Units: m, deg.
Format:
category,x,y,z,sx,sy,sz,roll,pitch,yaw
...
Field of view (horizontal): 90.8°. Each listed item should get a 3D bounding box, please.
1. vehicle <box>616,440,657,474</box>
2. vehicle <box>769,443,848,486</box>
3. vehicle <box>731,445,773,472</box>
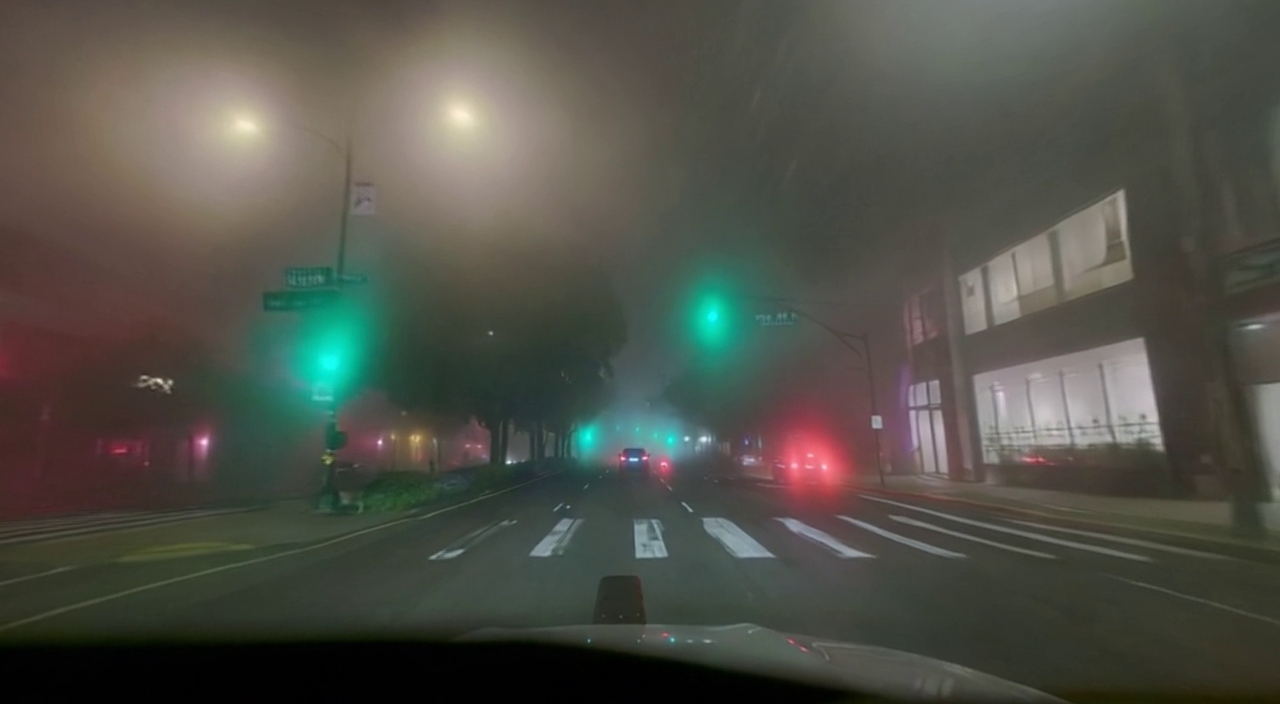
category,x,y,z,sx,sy,sz,roll,pitch,yaw
vehicle,-0.252,5.922,35.839,2.223,1.775,4.250,0,-9,-2
vehicle,6.807,4.588,26.033,2.069,1.590,4.066,0,-9,-1
vehicle,6.924,6.600,39.333,1.785,1.586,3.896,0,-9,-2
